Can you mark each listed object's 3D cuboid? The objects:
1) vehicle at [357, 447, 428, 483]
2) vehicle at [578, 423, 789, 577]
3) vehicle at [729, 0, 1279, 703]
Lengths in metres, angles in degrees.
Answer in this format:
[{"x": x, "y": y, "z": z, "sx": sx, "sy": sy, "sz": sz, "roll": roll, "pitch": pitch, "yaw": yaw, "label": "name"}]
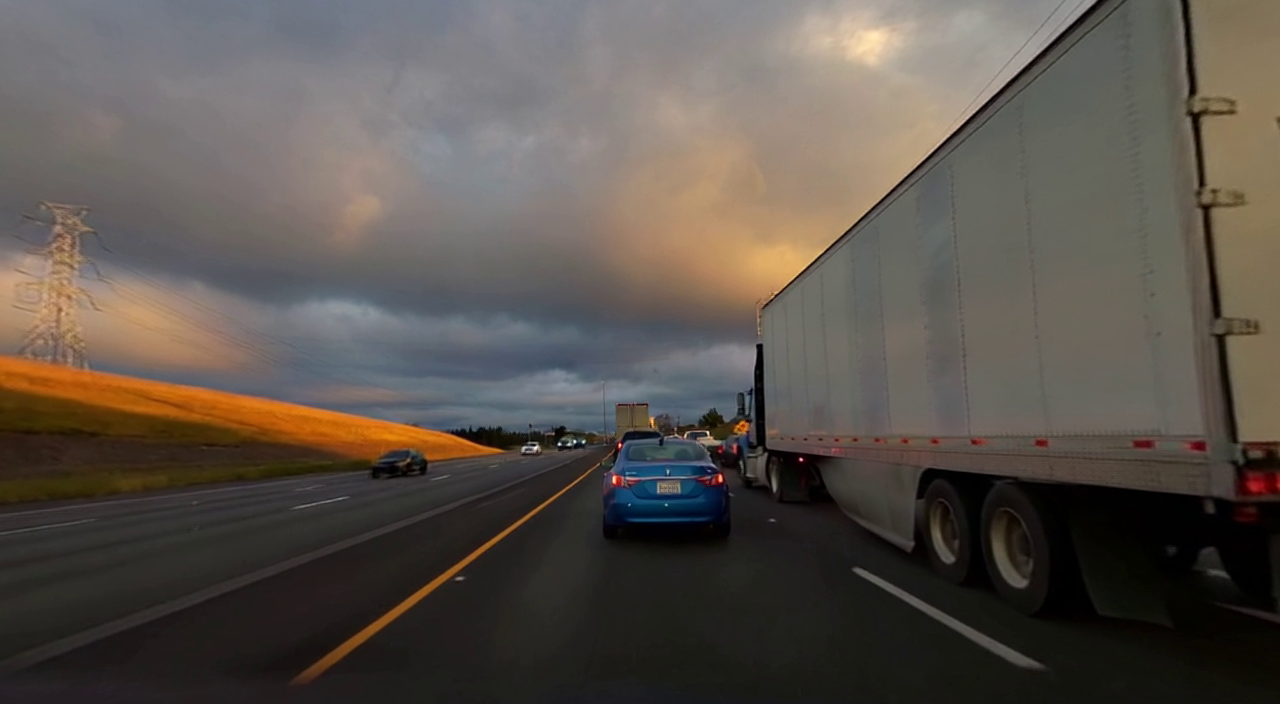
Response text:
[{"x": -11.808, "y": 5.404, "z": 30.325, "sx": 1.856, "sy": 1.559, "sz": 3.844, "roll": -1, "pitch": -8, "yaw": 0, "label": "vehicle"}, {"x": 0.347, "y": 1.692, "z": 7.951, "sx": 2.045, "sy": 1.446, "sz": 3.597, "roll": 0, "pitch": -8, "yaw": -2, "label": "vehicle"}, {"x": 4.205, "y": 0.628, "z": 9.784, "sx": 3.138, "sy": 4.065, "sz": 14.276, "roll": 0, "pitch": -8, "yaw": -2, "label": "vehicle"}]
